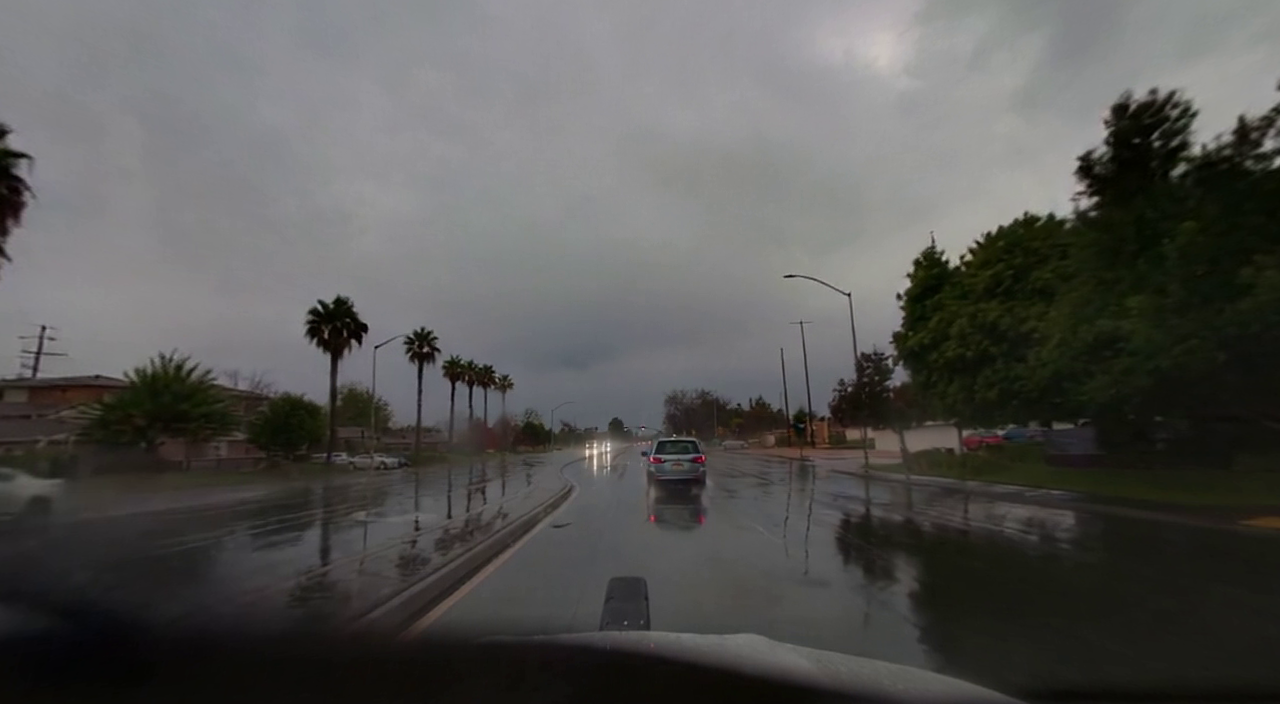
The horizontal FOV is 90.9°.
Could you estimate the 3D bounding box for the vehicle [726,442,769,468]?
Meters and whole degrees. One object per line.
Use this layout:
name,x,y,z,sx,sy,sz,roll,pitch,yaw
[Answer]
vehicle,6.662,6.434,39.501,1.897,1.477,4.360,0,-9,-1

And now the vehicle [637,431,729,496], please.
vehicle,1.119,3.265,18.788,2.289,1.679,4.180,0,-9,-2
